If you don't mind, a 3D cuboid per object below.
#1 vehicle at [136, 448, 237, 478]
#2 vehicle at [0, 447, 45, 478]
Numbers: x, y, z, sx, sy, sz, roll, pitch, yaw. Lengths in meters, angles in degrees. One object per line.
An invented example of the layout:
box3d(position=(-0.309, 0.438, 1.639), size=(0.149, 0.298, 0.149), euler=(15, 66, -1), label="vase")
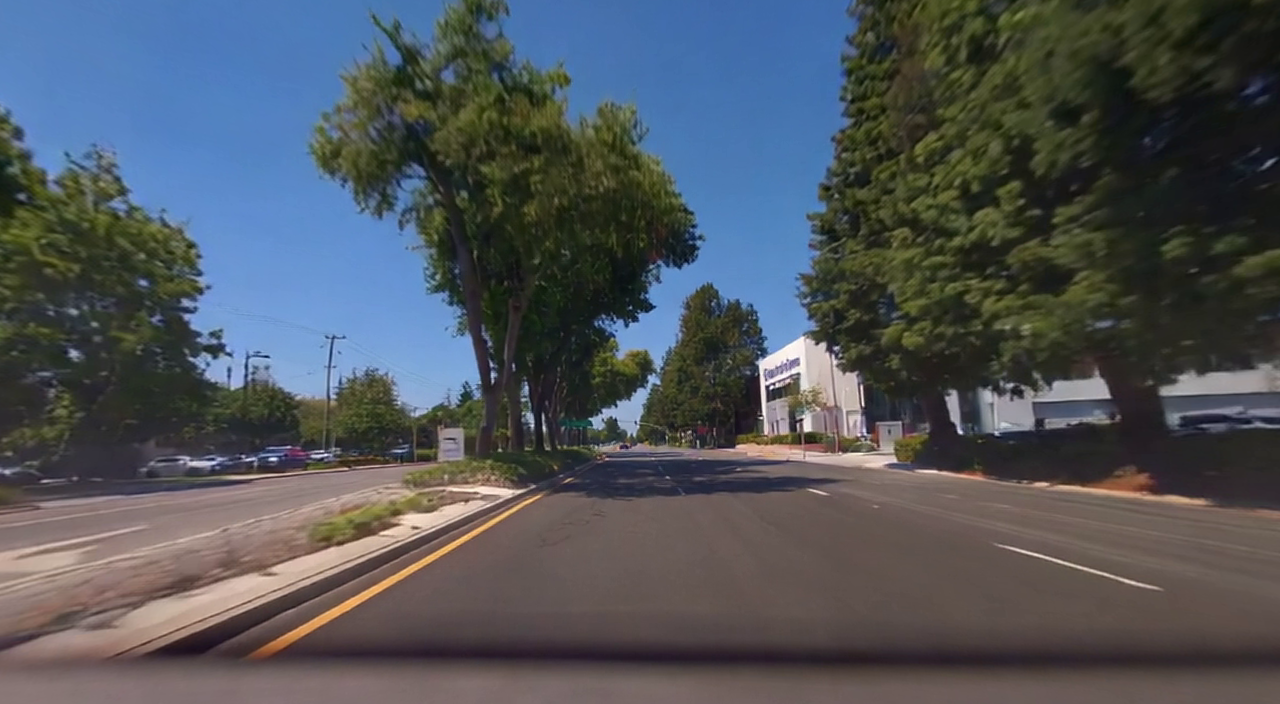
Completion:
box3d(position=(-28.345, 6.940, 39.724), size=(4.922, 1.511, 1.959), euler=(1, -8, -28), label="vehicle")
box3d(position=(-41.528, 7.203, 41.611), size=(4.997, 1.912, 2.111), euler=(-6, -10, 33), label="vehicle")
